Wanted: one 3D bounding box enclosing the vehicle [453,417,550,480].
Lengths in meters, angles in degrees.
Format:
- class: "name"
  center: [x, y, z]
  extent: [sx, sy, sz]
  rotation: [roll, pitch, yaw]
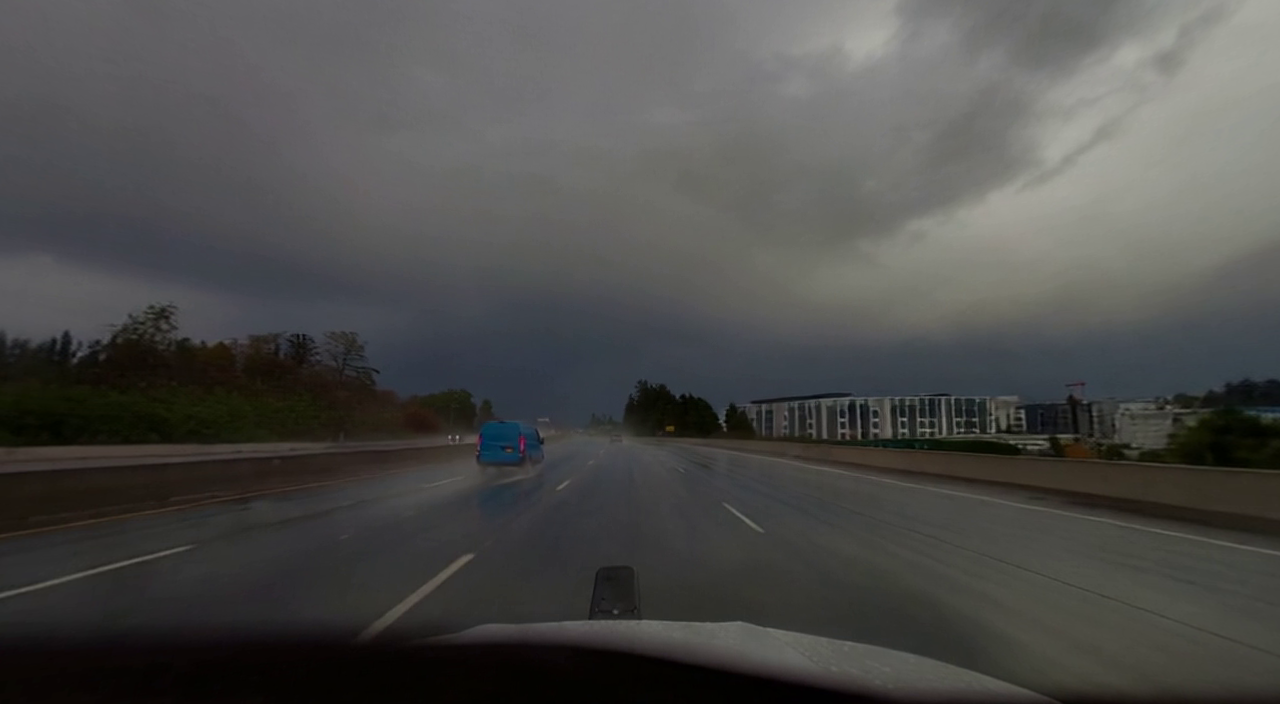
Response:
- class: "vehicle"
  center: [-4.396, 3.149, 20.870]
  extent: [2.219, 1.827, 4.738]
  rotation: [0, -8, -1]
